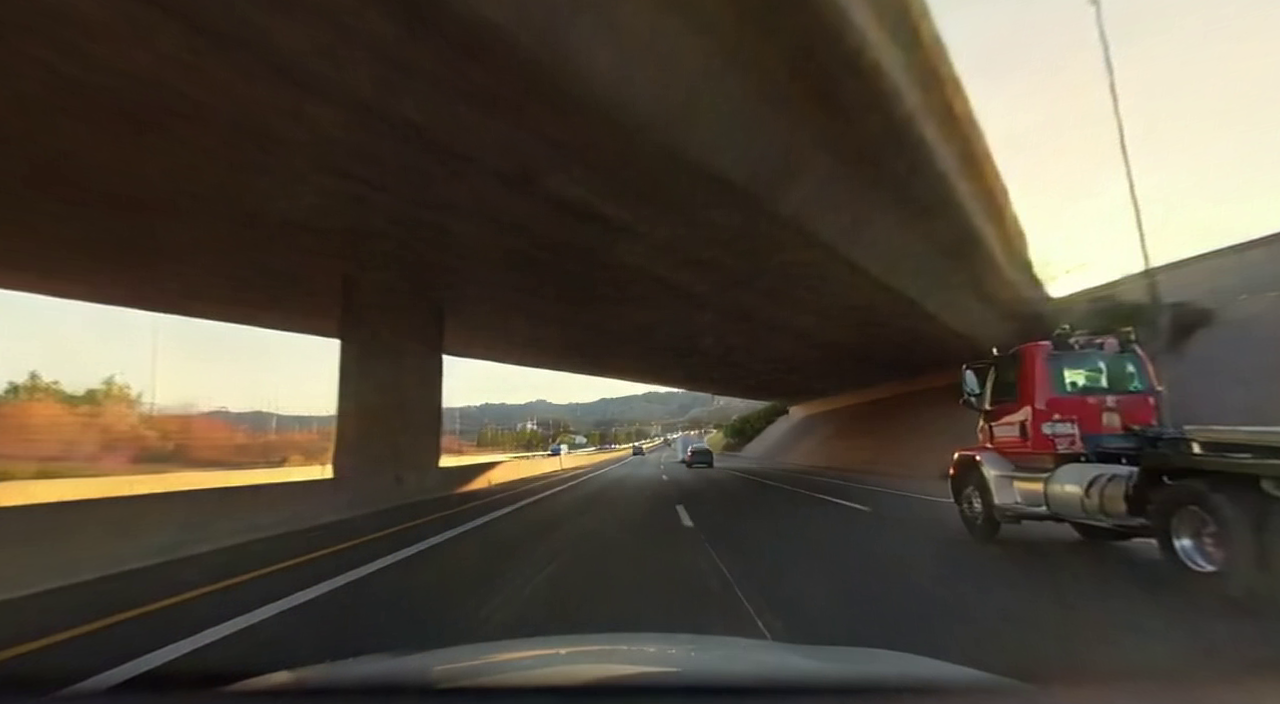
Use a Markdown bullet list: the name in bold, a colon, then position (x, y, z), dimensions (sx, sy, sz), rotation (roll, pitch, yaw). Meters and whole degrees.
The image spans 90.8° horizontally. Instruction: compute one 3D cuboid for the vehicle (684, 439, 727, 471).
- **vehicle**: position (4.272, 6.830, 41.894), dimensions (2.309, 2.003, 5.139), rotation (0, -9, 0)
